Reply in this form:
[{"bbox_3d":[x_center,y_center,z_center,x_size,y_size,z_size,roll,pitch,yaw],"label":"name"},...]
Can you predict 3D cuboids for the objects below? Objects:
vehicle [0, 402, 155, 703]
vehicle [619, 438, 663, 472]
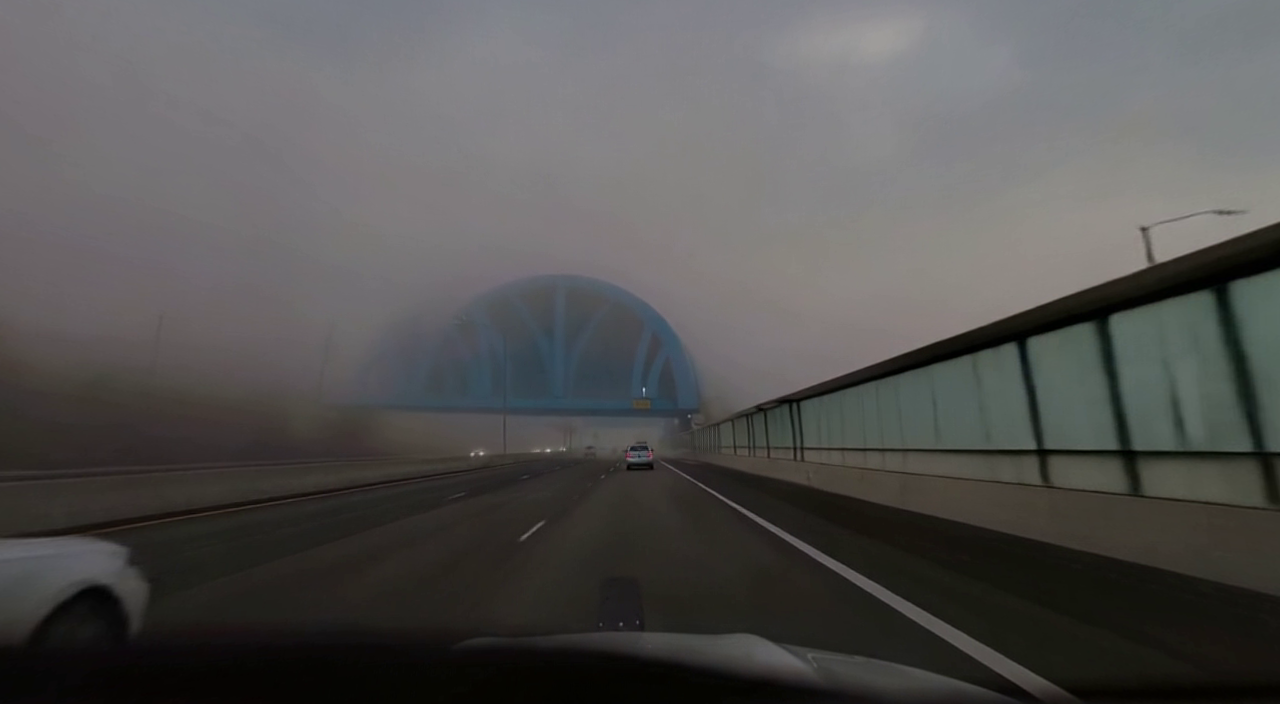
[{"bbox_3d":[-3.415,0.676,0.560,2.095,1.498,4.854,0,-9,0],"label":"vehicle"},{"bbox_3d":[0.018,5.704,34.996,2.299,1.716,4.579,0,-9,-1],"label":"vehicle"}]
